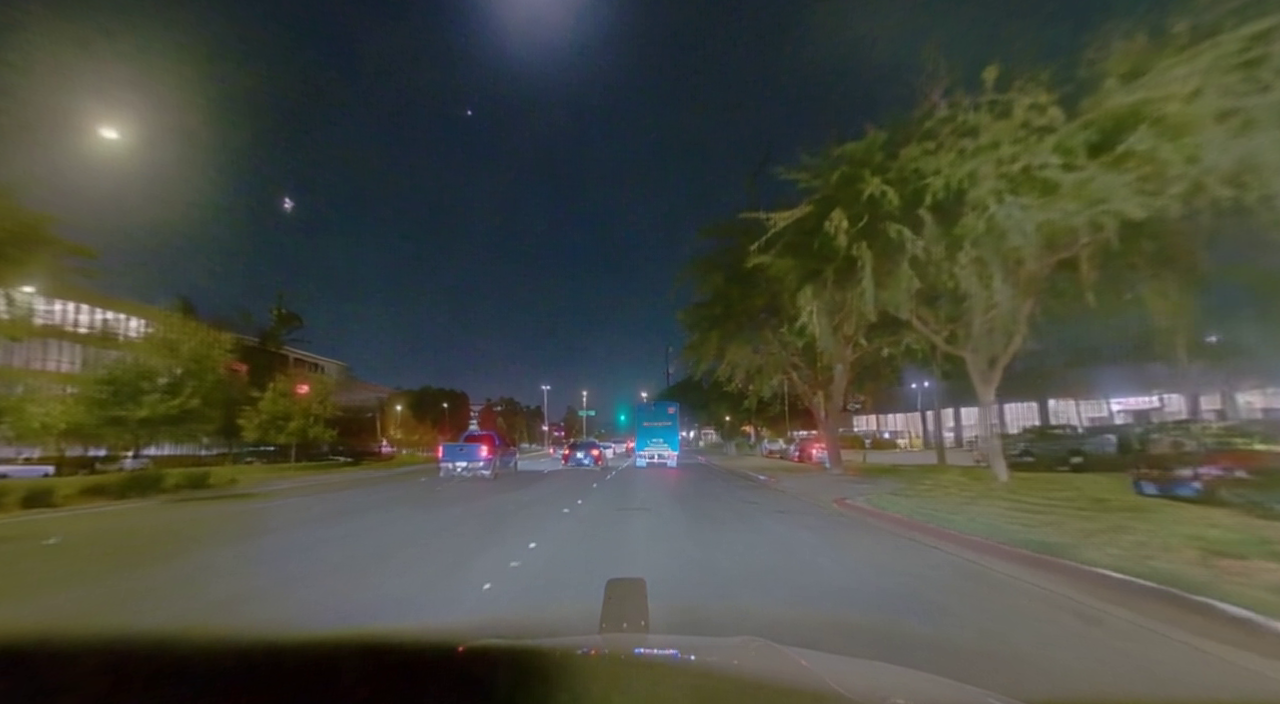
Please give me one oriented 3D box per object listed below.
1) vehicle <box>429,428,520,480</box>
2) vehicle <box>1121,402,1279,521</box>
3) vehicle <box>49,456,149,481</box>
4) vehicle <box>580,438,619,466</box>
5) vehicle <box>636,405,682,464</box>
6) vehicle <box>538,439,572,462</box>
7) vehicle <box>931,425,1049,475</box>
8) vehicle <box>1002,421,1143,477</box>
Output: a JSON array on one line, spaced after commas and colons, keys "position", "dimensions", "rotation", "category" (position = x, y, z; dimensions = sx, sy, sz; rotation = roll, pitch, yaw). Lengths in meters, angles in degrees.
[{"position": [-6.573, 4.129, 25.725], "dimensions": [2.149, 1.893, 5.187], "rotation": [0, -8, 2], "category": "vehicle"}, {"position": [10.393, 1.640, 9.702], "dimensions": [4.335, 1.618, 1.973], "rotation": [0, -9, -1], "category": "vehicle"}, {"position": [-33.673, 7.233, 39.306], "dimensions": [4.409, 1.480, 2.092], "rotation": [-1, -8, 3], "category": "vehicle"}, {"position": [-2.566, 6.516, 41.182], "dimensions": [2.114, 1.663, 4.381], "rotation": [0, -8, 2], "category": "vehicle"}, {"position": [1.225, 5.798, 43.698], "dimensions": [2.905, 3.644, 8.441], "rotation": [0, -8, 1], "category": "vehicle"}, {"position": [-6.346, 7.426, 47.481], "dimensions": [1.908, 1.616, 4.089], "rotation": [0, -8, 2], "category": "vehicle"}, {"position": [12.563, 3.566, 23.018], "dimensions": [1.880, 1.642, 4.523], "rotation": [-1, -8, 3], "category": "vehicle"}, {"position": [15.178, 3.433, 22.473], "dimensions": [1.995, 1.785, 4.343], "rotation": [0, -8, 1], "category": "vehicle"}]
